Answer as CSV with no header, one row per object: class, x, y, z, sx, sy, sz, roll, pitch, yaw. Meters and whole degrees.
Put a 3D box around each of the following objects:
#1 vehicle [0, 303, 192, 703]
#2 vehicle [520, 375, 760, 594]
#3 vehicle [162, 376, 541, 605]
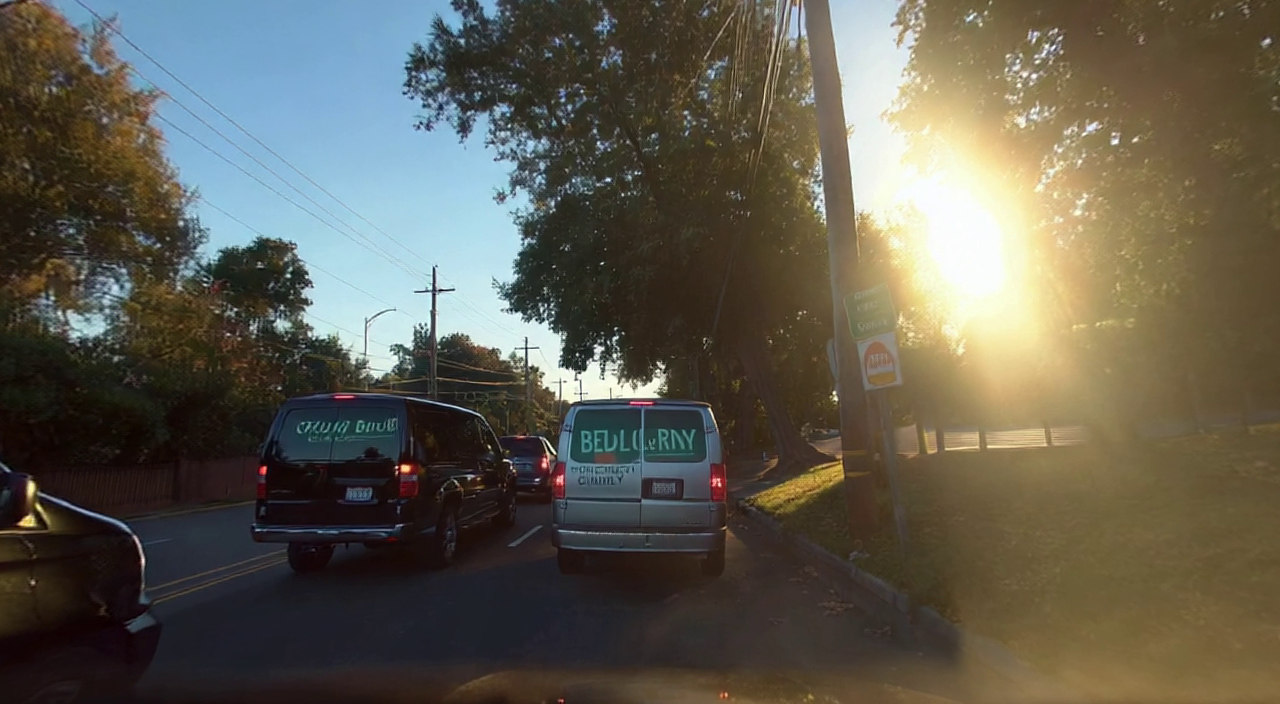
vehicle,-3.142,0.499,0.244,2.160,1.796,4.997,0,-8,1
vehicle,0.102,1.464,7.691,2.117,1.911,4.095,-1,-8,3
vehicle,-2.758,1.479,7.614,2.109,1.851,4.749,-1,-8,3
